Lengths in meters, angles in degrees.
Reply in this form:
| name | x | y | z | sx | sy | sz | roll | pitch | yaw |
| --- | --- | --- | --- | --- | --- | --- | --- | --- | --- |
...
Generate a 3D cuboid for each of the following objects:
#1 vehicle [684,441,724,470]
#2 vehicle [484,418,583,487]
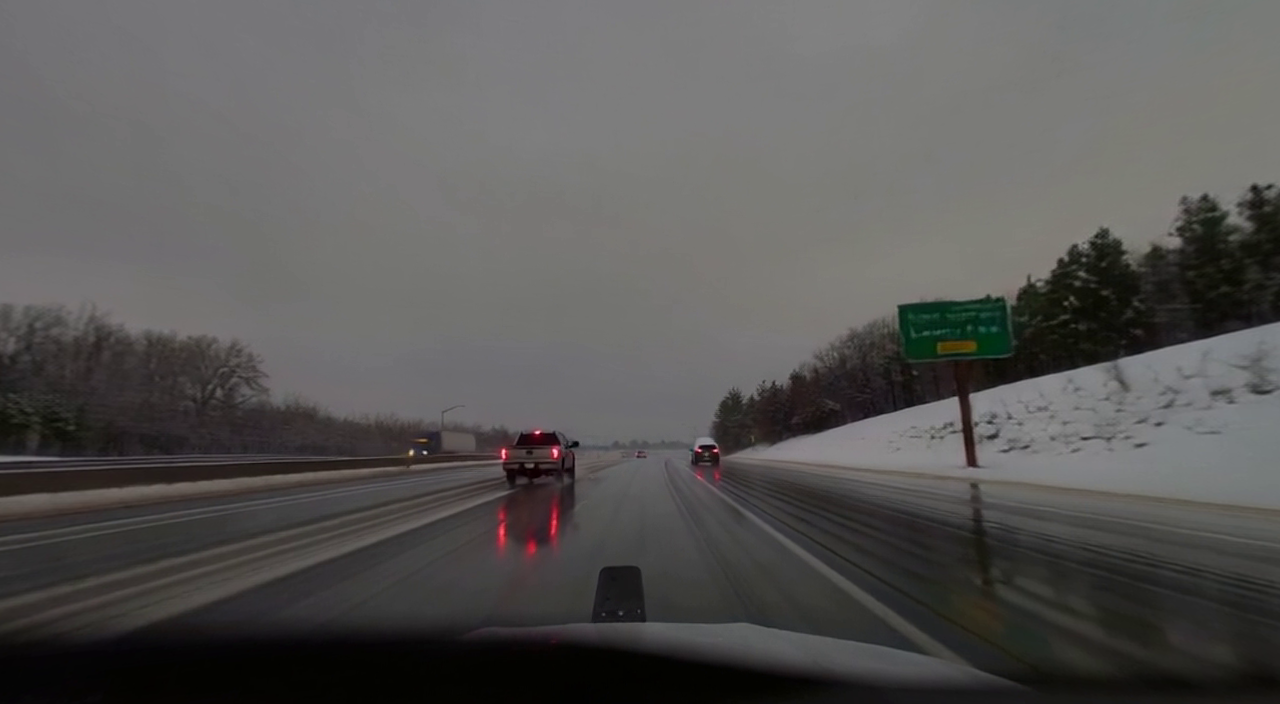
| name | x | y | z | sx | sy | sz | roll | pitch | yaw |
| --- | --- | --- | --- | --- | --- | --- | --- | --- | --- |
| vehicle | 3.907 | 6.431 | 39.104 | 2.095 | 1.668 | 4.135 | 0 | -9 | 1 |
| vehicle | -3.733 | 3.745 | 23.606 | 2.496 | 2.203 | 6.317 | 0 | -9 | 1 |
